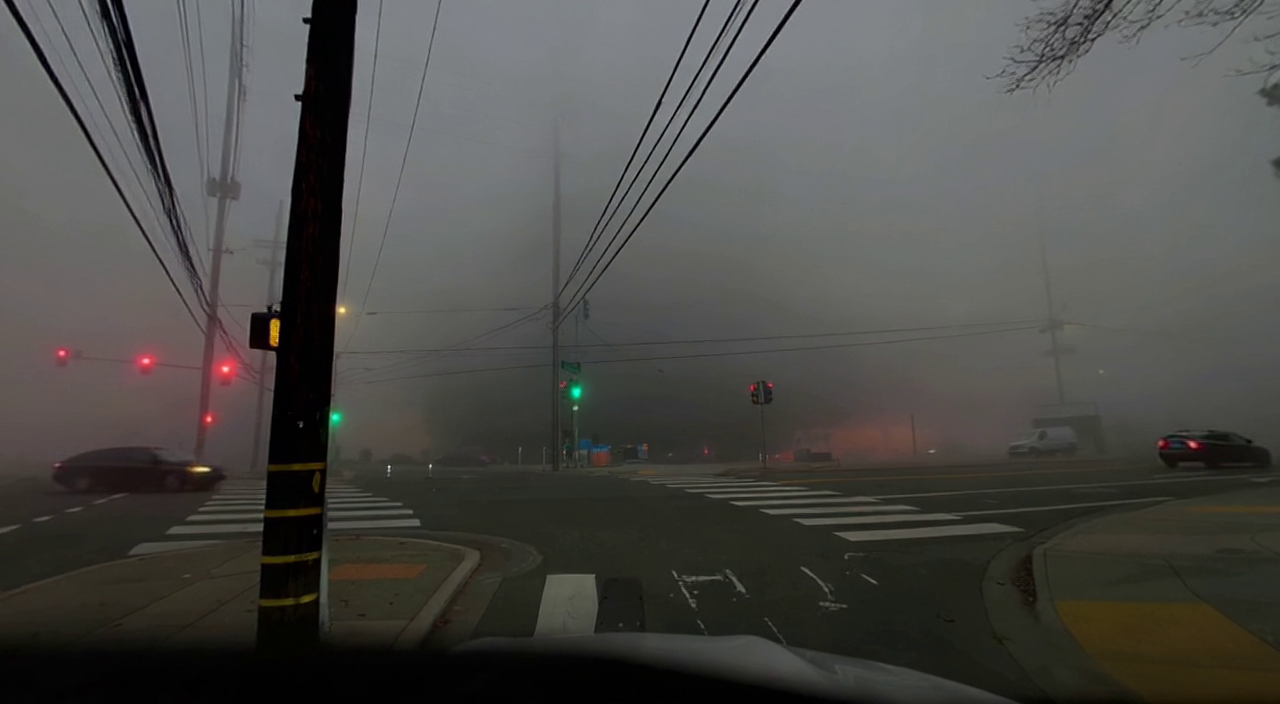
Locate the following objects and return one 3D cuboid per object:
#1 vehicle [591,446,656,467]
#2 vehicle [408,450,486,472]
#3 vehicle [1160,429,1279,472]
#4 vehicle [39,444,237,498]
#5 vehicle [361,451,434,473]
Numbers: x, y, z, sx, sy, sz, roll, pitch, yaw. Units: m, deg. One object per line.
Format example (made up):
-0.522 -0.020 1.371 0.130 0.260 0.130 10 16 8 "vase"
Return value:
-1.159 7.546 45.810 4.391 1.451 1.717 4 -9 -26 "vehicle"
-13.251 7.482 43.410 4.837 1.407 1.818 4 -9 -26 "vehicle"
24.377 4.091 26.410 4.530 1.648 2.075 4 -9 -24 "vehicle"
-14.979 3.503 18.949 4.700 1.479 2.095 -2 -9 14 "vehicle"
-17.298 7.840 45.071 4.623 1.471 1.805 4 -9 -26 "vehicle"
